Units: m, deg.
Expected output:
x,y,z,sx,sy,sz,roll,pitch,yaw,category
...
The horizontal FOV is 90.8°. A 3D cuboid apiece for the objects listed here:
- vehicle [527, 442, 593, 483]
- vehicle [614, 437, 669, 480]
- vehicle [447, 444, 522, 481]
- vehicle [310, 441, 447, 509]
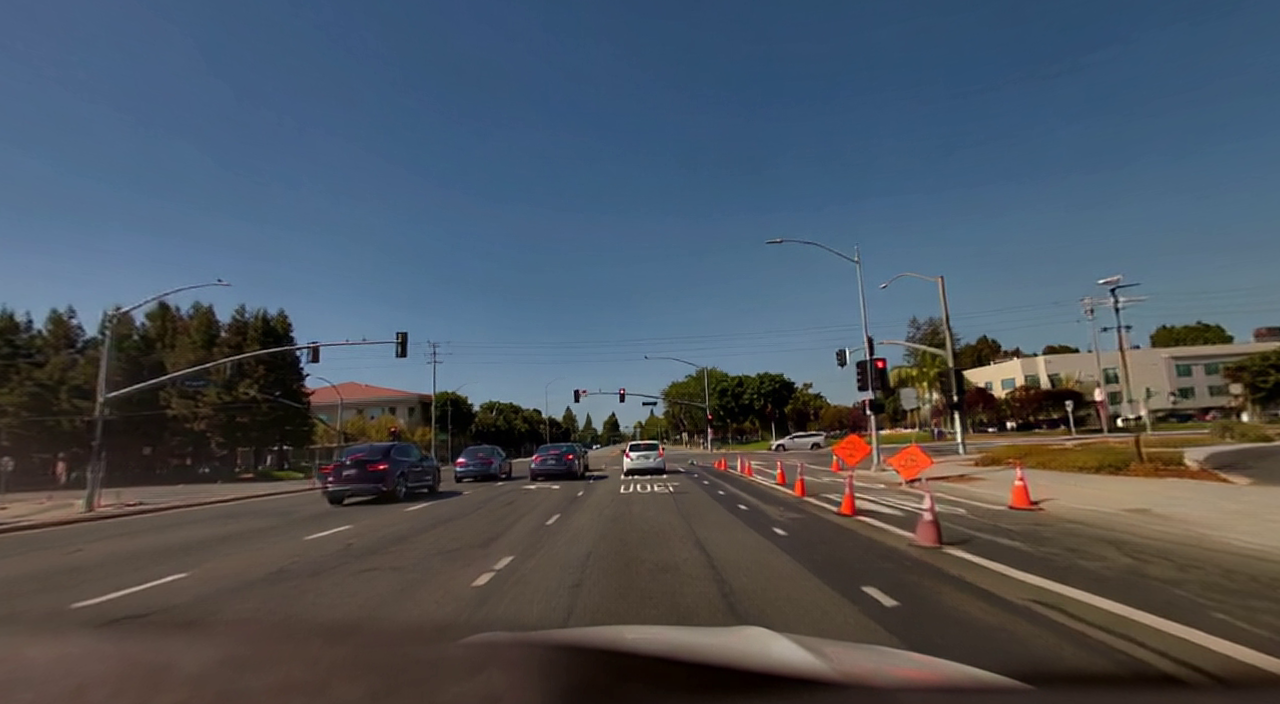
x,y,z,sx,sy,sz,roll,pitch,yaw,category
-2.997,4.233,24.511,1.946,1.437,4.154,0,-8,1,vehicle
0.066,4.146,24.852,1.985,1.521,3.968,0,-8,0,vehicle
-6.551,4.699,27.125,2.074,1.447,4.224,0,-8,1,vehicle
-6.760,3.177,16.879,1.869,1.570,4.064,0,-8,1,vehicle
